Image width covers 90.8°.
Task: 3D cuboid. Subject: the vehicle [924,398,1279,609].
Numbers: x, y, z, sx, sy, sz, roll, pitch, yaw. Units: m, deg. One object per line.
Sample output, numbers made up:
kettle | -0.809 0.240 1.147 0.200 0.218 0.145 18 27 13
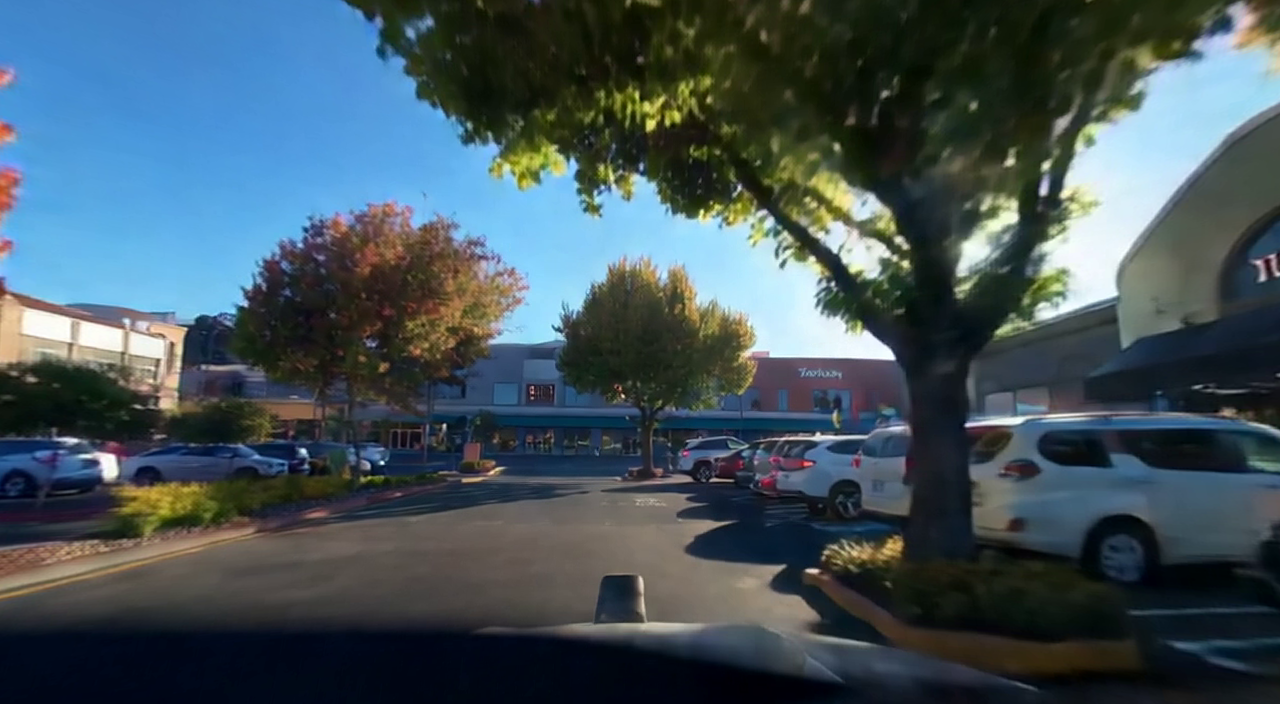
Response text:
vehicle | 5.963 1.551 7.074 4.409 1.892 2.298 0 -8 -4

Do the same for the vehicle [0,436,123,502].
vehicle | -15.697 2.880 15.713 4.197 1.526 1.977 7 -11 -40

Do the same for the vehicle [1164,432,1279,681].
vehicle | 6.017 1.210 3.694 4.298 1.476 1.921 1 -8 -5

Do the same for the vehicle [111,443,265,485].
vehicle | -17.609 4.333 24.807 4.651 1.494 1.914 6 -11 -37
